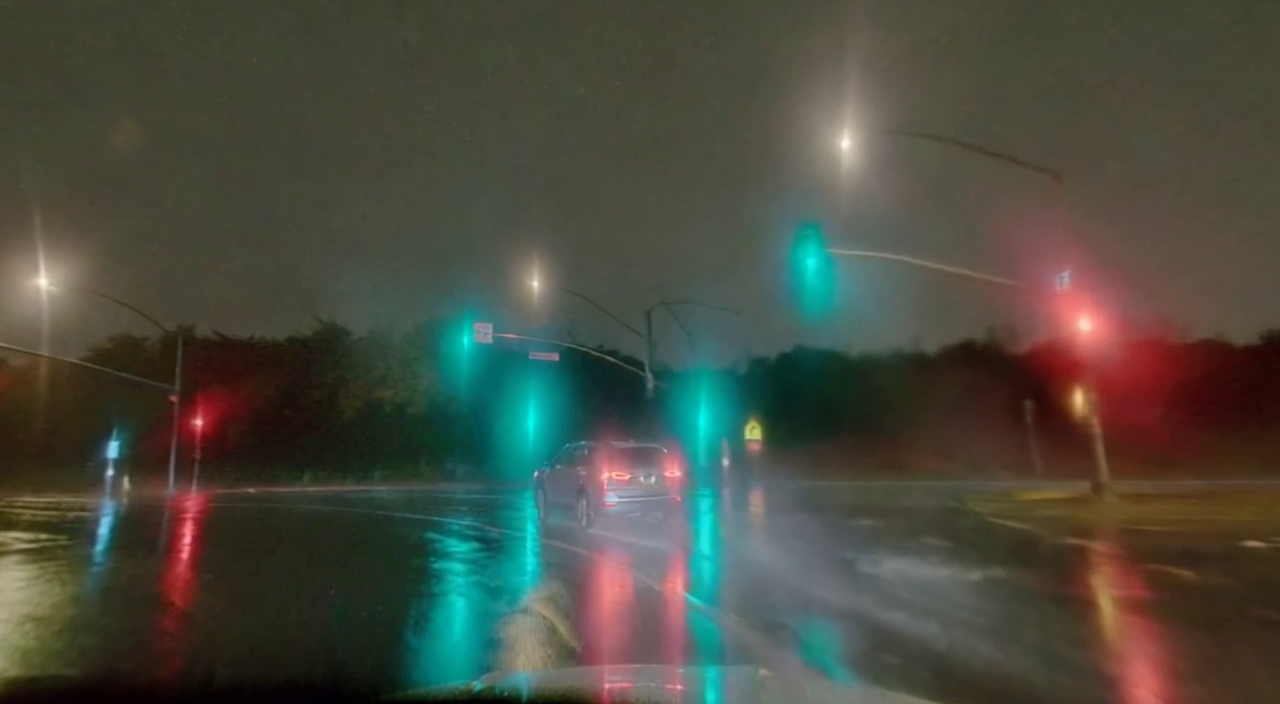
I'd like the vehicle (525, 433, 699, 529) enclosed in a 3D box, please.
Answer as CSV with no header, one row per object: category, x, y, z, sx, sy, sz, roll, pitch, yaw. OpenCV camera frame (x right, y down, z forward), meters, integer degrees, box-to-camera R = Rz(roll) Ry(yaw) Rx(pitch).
vehicle,-0.776,2.570,13.289,1.938,1.648,4.211,4,-9,-29
